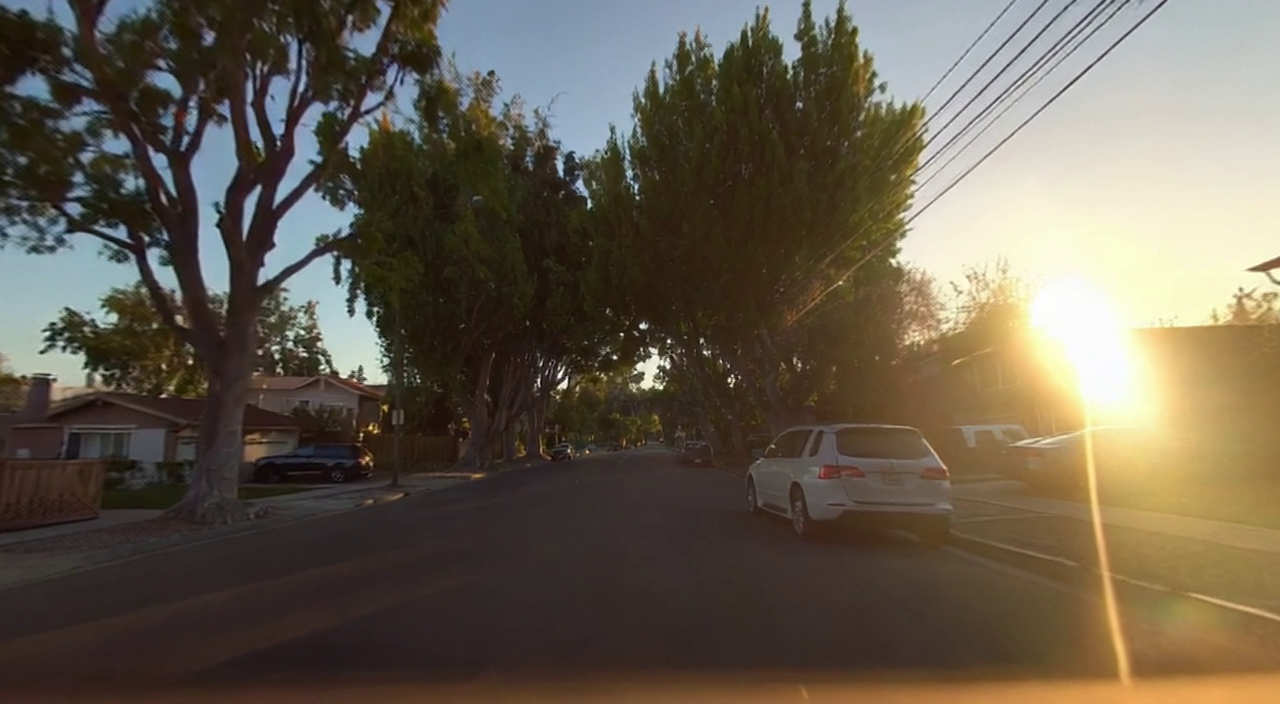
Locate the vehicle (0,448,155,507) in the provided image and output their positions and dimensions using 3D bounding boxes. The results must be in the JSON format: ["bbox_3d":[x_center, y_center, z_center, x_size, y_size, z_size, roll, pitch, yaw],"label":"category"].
[{"bbox_3d":[-16.238,3.417,17.480,4.276,1.463,1.832,-1,-8,7],"label":"vehicle"}]

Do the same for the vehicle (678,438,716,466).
[{"bbox_3d":[3.336,5.970,37.795,2.016,1.567,4.228,0,-8,1],"label":"vehicle"}]

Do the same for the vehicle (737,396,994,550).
[{"bbox_3d":[3.177,1.844,10.379,2.241,1.875,5.059,0,-8,-1],"label":"vehicle"}]

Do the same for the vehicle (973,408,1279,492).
[{"bbox_3d":[10.454,2.185,13.926,5.041,1.486,1.969,-5,-9,13],"label":"vehicle"}]

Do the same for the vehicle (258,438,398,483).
[{"bbox_3d":[-13.228,4.608,27.012,4.928,1.797,1.981,0,-8,2],"label":"vehicle"}]
